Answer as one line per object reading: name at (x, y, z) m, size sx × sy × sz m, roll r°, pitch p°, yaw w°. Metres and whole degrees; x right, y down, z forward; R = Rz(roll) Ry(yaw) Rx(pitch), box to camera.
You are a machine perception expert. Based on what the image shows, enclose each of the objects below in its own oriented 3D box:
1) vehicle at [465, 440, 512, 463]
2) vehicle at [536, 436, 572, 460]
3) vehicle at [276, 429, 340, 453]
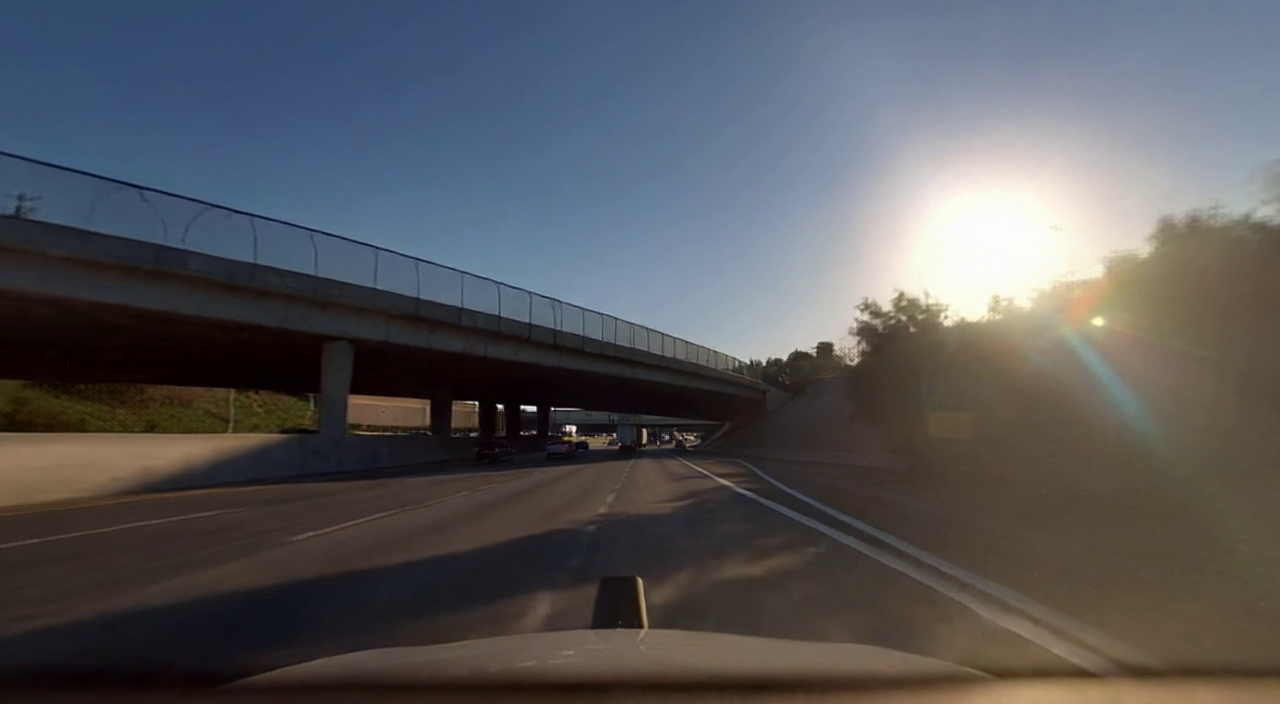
vehicle at (-9.788, 6.446, 41.017) m, size 1.976 × 1.413 × 4.088 m, roll 0°, pitch -8°, yaw 1°
vehicle at (-6.200, 6.998, 45.862) m, size 1.979 × 1.646 × 4.096 m, roll 0°, pitch -8°, yaw 1°
vehicle at (-21.846, 5.855, 41.534) m, size 1.831 × 1.474 × 4.134 m, roll 0°, pitch -8°, yaw 2°
